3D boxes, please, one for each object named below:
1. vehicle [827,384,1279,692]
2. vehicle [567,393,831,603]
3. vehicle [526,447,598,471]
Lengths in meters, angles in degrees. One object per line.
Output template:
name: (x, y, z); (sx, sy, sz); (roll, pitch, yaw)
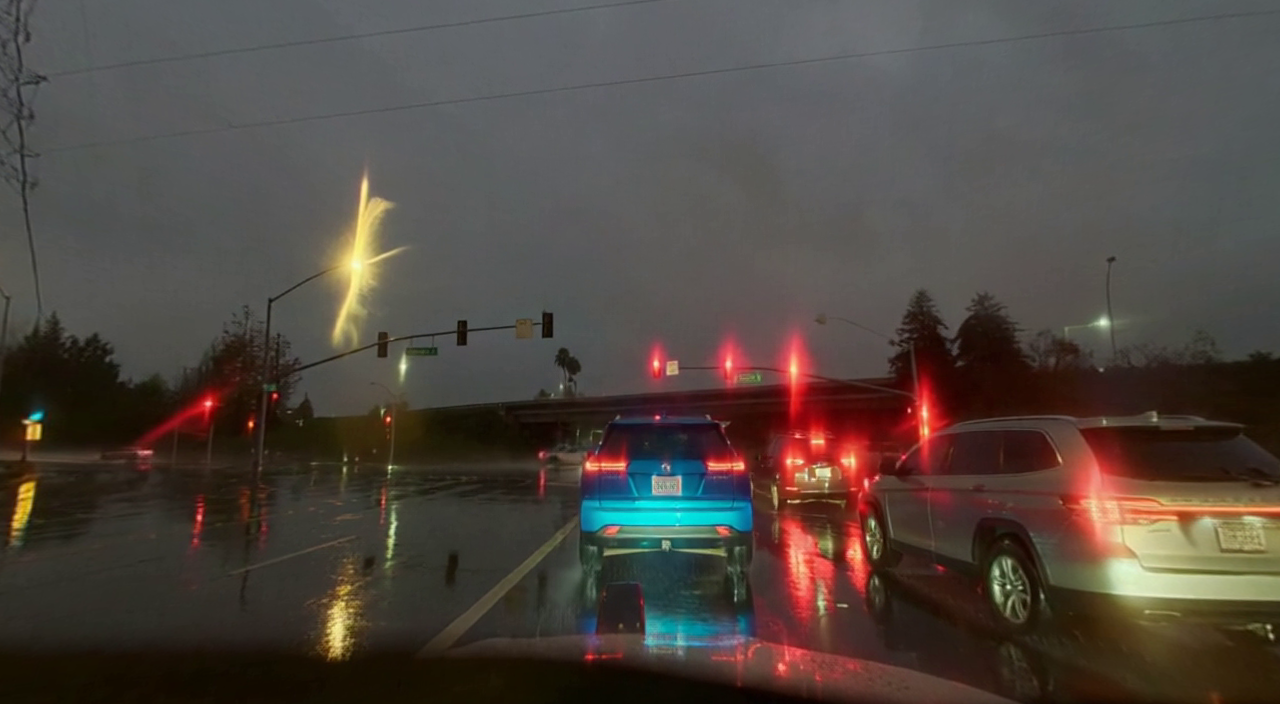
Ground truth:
vehicle: (3.405, 1.341, 5.786); (1.990, 1.649, 4.625); (0, -8, 0)
vehicle: (0.448, 1.561, 7.624); (2.240, 1.778, 4.335); (0, -8, -1)
vehicle: (-4.992, 6.777, 40.191); (4.411, 1.466, 1.998); (2, -9, -11)
